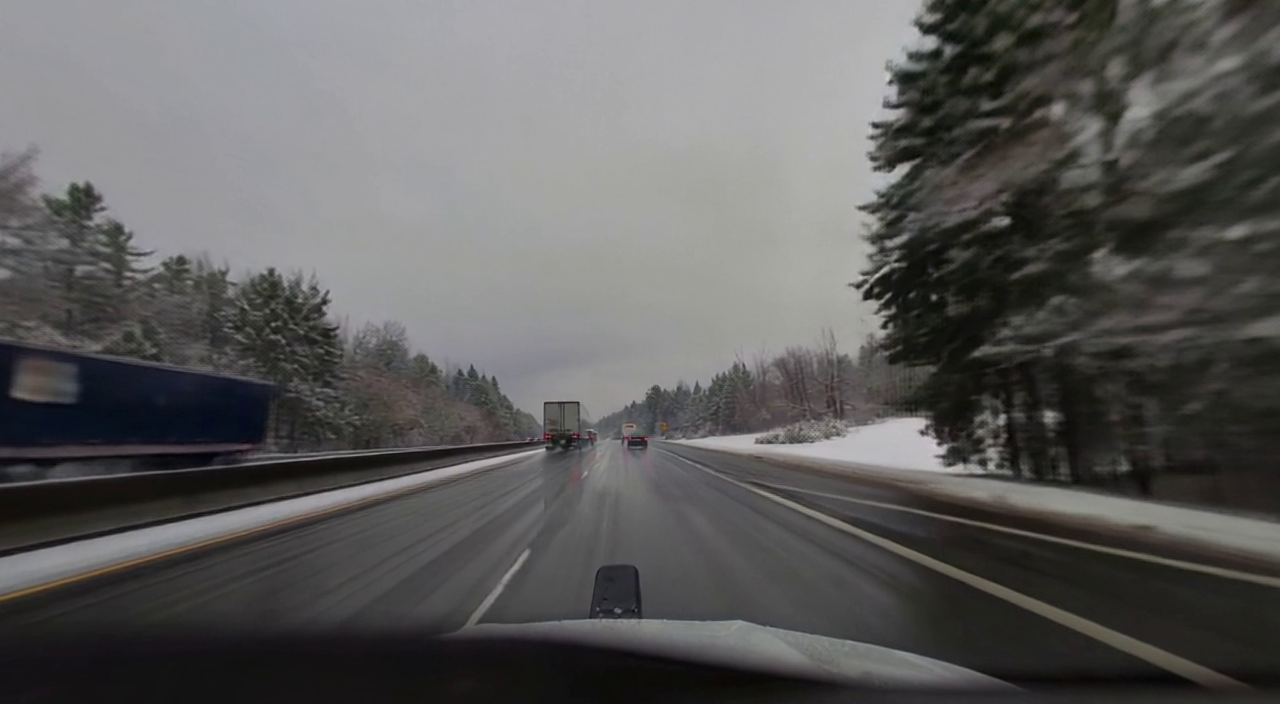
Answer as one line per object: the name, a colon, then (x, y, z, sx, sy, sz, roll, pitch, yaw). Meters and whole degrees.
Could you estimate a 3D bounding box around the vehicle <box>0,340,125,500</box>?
vehicle: (-16.627, 1.404, 13.272, 2.992, 3.780, 10.447, 0, -8, -3)

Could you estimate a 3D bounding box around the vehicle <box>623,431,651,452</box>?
vehicle: (-0.290, 6.788, 47.875, 1.988, 1.472, 3.716, 0, -8, -3)

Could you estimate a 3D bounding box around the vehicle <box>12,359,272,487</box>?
vehicle: (-17.130, 2.624, 22.754, 2.846, 3.773, 8.228, 0, -8, -3)

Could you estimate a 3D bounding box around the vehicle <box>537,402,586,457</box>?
vehicle: (-4.736, 4.854, 39.029, 2.450, 3.098, 6.965, 0, -8, -2)
